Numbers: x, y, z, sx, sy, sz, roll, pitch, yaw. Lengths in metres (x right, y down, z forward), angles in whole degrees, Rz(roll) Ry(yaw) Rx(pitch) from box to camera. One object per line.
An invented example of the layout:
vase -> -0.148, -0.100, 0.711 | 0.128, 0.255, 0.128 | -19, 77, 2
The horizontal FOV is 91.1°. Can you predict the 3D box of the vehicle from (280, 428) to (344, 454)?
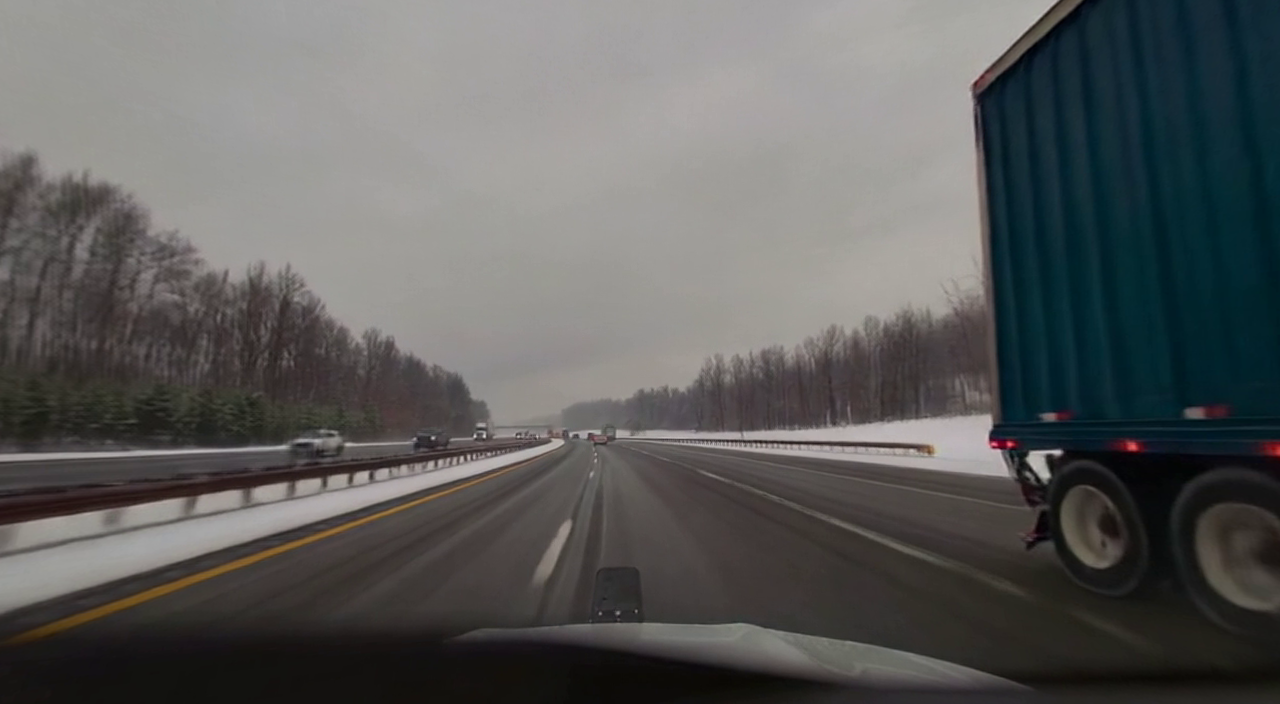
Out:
vehicle -> -21.068, 5.748, 40.570 | 1.867, 1.538, 4.656 | 0, -8, -4
